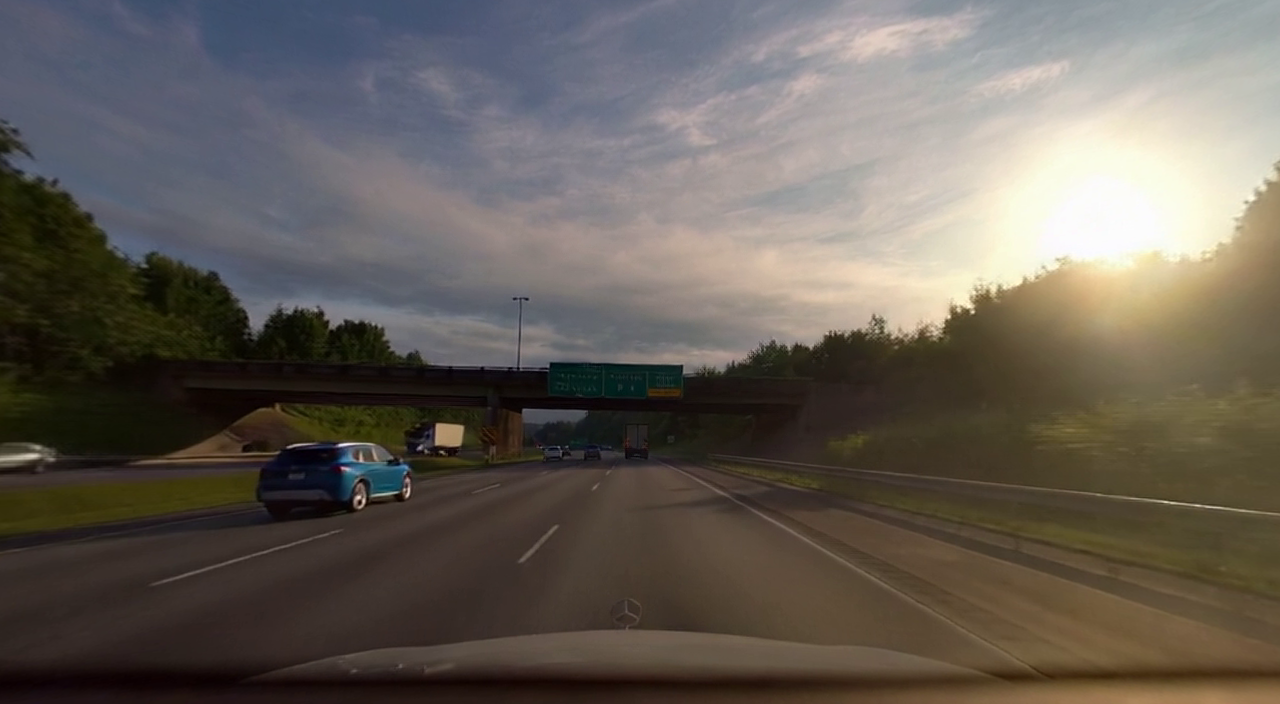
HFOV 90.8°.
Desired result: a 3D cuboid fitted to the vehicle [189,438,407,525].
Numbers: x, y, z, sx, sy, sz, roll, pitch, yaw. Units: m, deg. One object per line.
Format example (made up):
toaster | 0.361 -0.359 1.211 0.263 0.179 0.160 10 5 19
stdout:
vehicle | -6.853 2.619 13.395 2.038 1.489 4.603 0 -9 0
